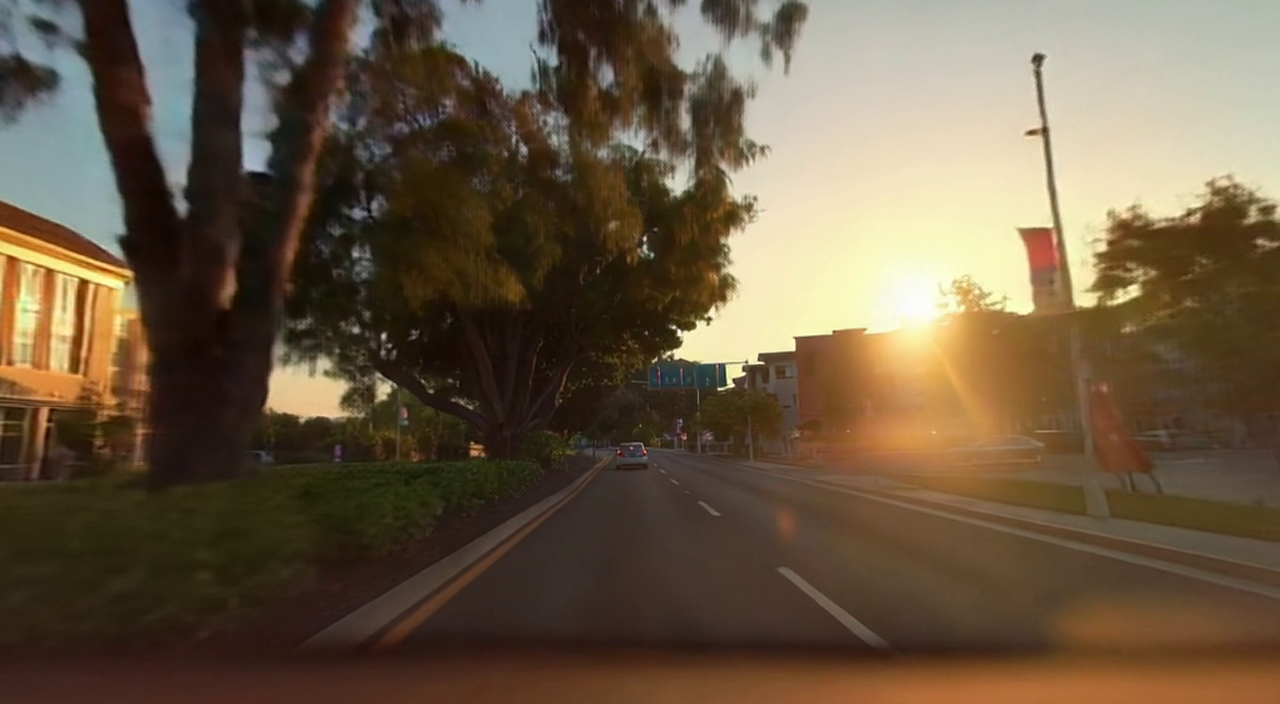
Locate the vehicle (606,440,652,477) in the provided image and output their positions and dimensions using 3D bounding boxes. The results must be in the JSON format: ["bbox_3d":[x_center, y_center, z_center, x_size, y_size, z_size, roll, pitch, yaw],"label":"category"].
[{"bbox_3d":[-0.518,5.592,33.117,2.235,1.719,4.292,2,-9,1],"label":"vehicle"}]
